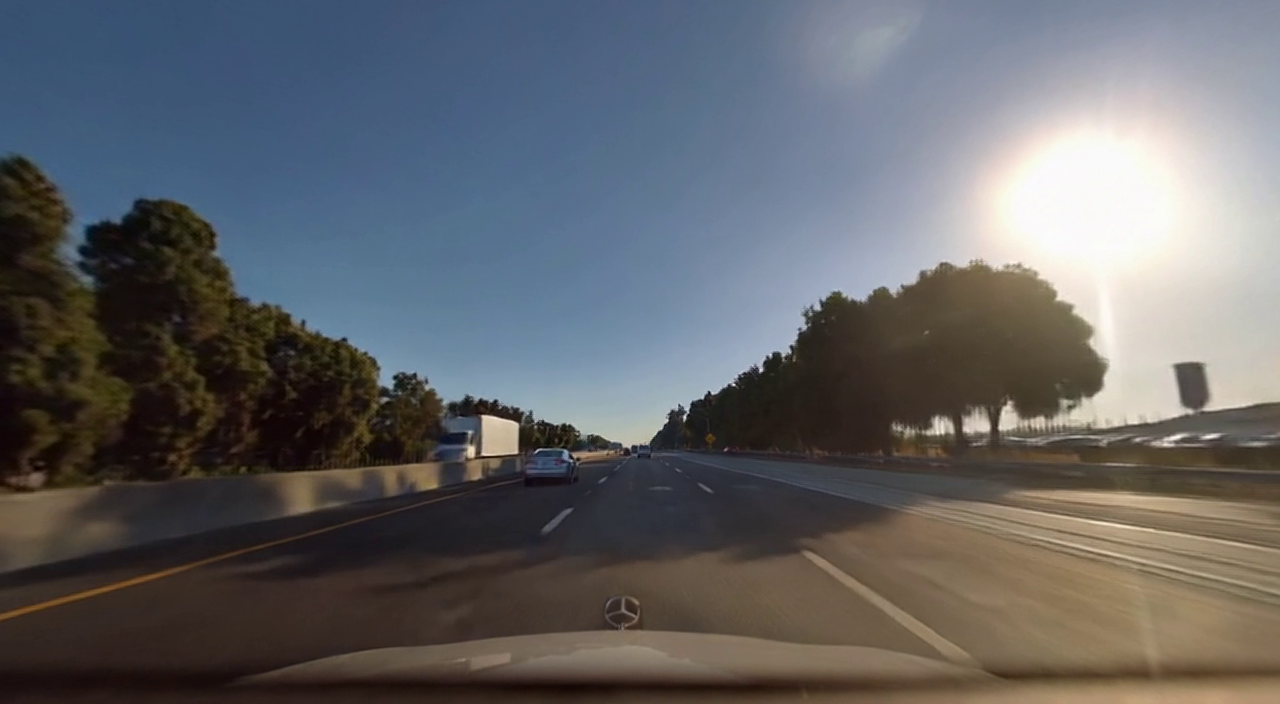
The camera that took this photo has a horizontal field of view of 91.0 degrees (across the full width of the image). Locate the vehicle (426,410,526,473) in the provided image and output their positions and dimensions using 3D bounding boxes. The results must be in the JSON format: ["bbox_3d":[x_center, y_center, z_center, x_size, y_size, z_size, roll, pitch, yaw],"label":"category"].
[{"bbox_3d":[-10.567,6.131,42.619,3.090,3.520,13.662,-1,-9,0],"label":"vehicle"}]

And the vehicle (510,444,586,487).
[{"bbox_3d":[-3.438,4.342,24.439,2.162,1.493,4.583,-1,-9,1],"label":"vehicle"}]
